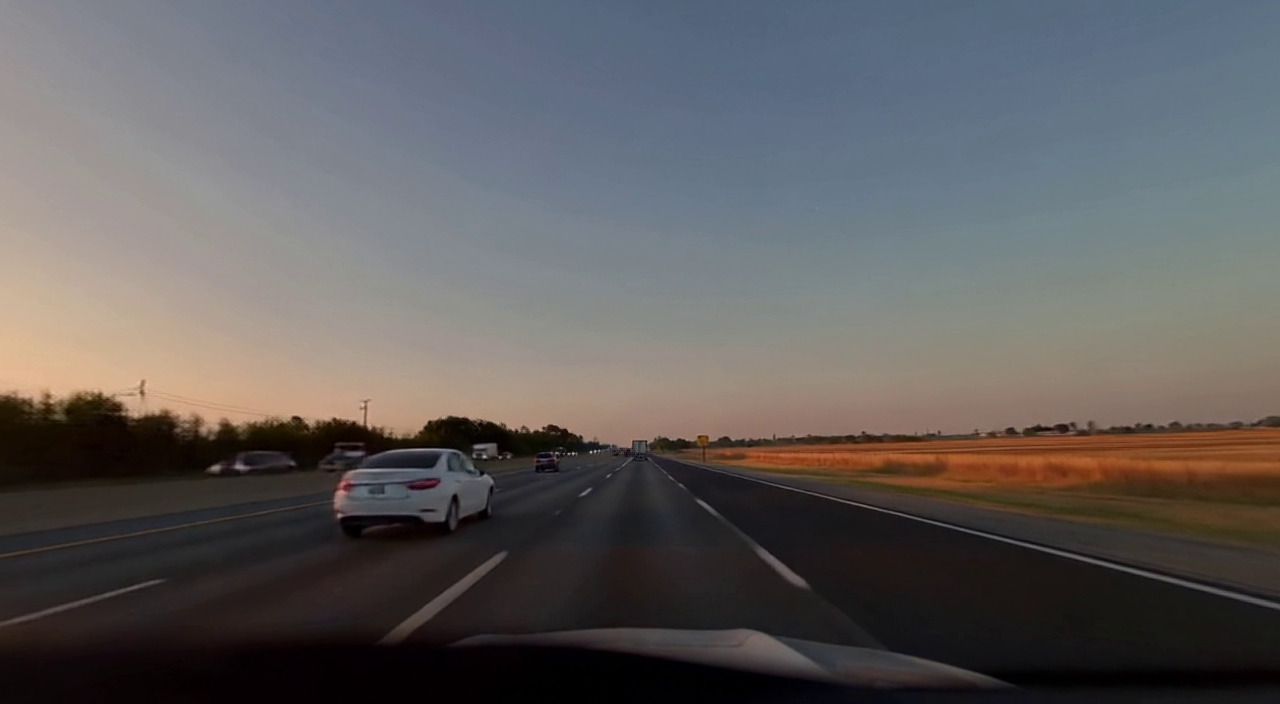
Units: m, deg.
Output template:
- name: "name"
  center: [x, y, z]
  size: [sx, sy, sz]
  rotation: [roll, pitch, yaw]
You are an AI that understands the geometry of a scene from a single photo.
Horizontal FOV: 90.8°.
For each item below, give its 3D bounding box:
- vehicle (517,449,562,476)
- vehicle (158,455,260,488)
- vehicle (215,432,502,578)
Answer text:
- name: "vehicle"
  center: [-6.718, 7.442, 42.815]
  size: [2.234, 1.698, 4.634]
  rotation: [0, -9, 1]
- name: "vehicle"
  center: [-21.713, 6.019, 32.052]
  size: [1.897, 1.499, 4.565]
  rotation: [0, -9, 1]
- name: "vehicle"
  center: [-3.636, 2.065, 9.304]
  size: [2.139, 1.607, 4.378]
  rotation: [0, -9, 1]
